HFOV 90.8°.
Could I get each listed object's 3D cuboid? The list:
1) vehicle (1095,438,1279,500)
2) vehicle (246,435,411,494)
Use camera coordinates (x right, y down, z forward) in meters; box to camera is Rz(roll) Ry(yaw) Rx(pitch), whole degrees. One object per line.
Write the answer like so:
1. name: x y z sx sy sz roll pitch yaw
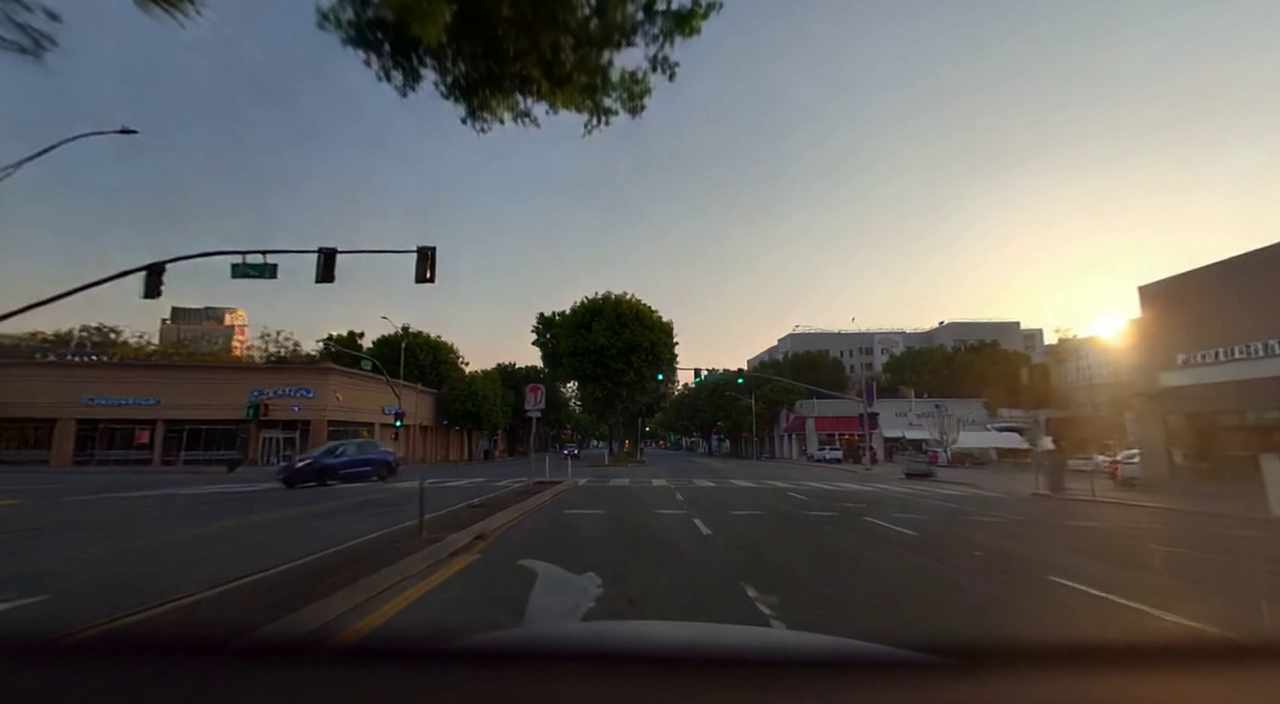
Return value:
1. vehicle: 22.233 4.644 25.591 2.195 2.201 5.616 5 -10 -29
2. vehicle: -10.287 3.684 21.150 2.010 1.728 4.408 -7 -11 41
